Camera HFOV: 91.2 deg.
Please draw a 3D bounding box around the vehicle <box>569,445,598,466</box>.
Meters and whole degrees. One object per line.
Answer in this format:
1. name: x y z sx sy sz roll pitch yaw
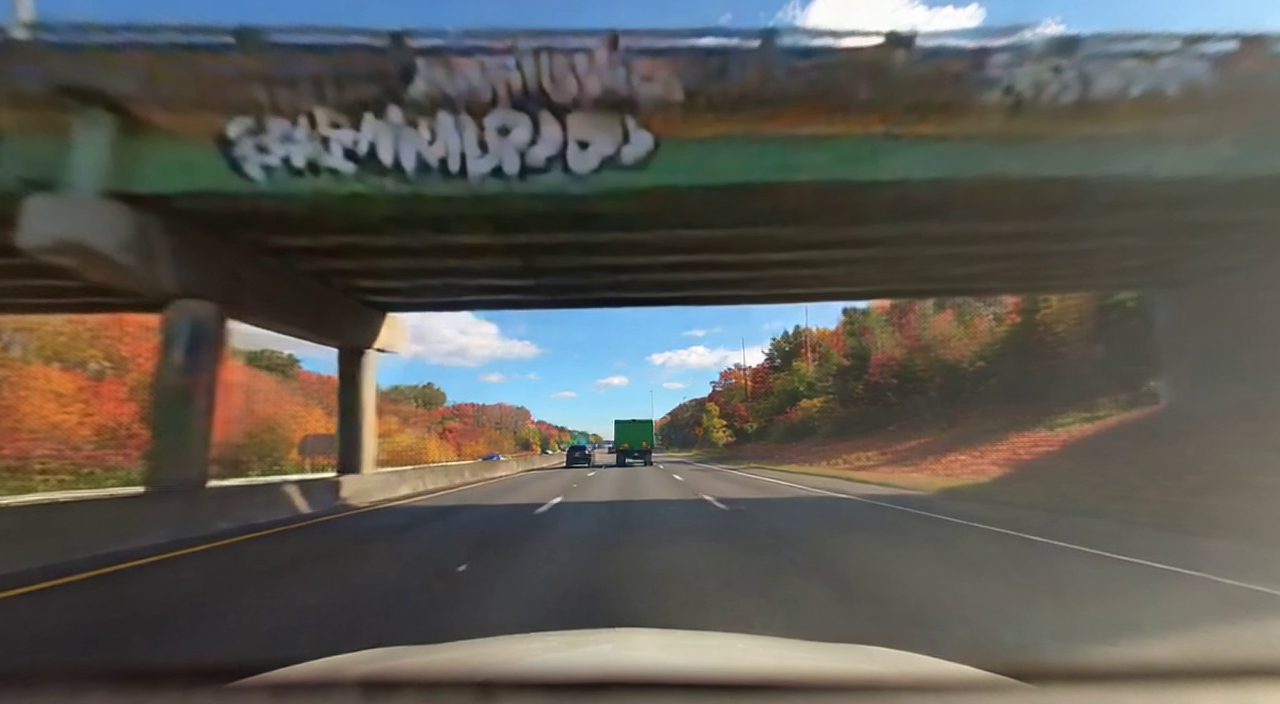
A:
1. vehicle: -4.275 7.938 48.093 1.892 1.529 3.996 0 -9 -1
